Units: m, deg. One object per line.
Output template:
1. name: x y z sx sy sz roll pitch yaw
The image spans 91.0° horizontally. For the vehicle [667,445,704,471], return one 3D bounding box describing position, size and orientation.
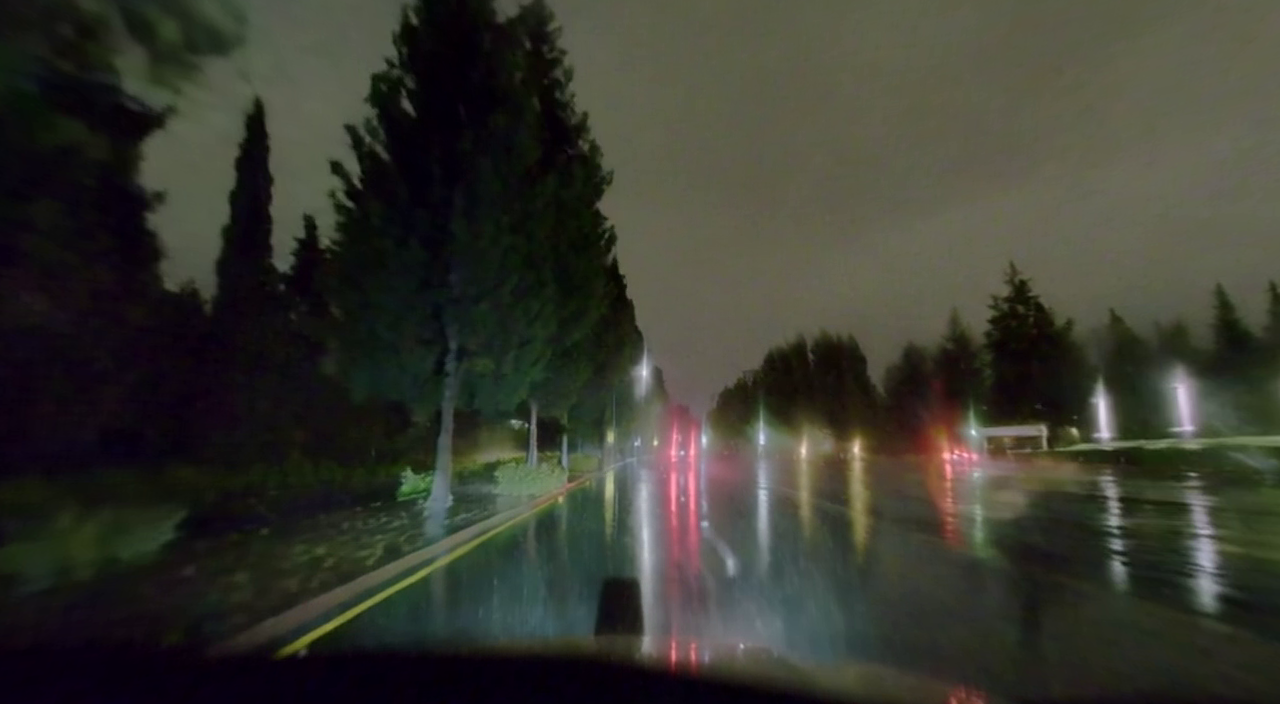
1. vehicle: 2.905 6.870 41.067 2.044 1.537 4.528 0 -9 0
